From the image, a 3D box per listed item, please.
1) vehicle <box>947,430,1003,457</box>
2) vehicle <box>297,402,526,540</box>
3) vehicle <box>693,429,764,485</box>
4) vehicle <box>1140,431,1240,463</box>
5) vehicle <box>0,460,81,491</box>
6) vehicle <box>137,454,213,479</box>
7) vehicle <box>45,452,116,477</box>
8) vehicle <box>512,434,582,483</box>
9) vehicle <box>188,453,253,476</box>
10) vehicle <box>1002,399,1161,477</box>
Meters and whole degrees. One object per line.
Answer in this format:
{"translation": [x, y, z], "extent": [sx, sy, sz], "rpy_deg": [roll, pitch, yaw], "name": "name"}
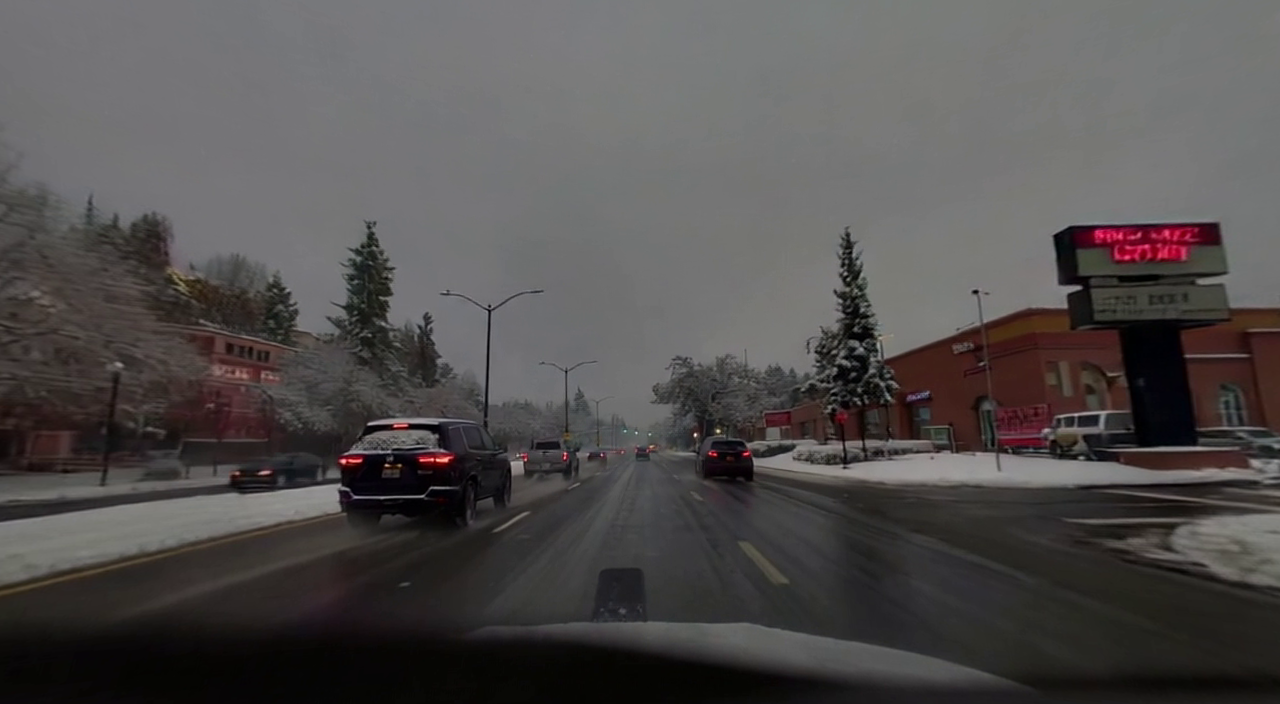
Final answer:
{"translation": [22.992, 6.283, 43.231], "extent": [1.862, 1.688, 3.636], "rpy_deg": [-3, -9, 2], "name": "vehicle"}
{"translation": [-3.664, 2.036, 11.322], "extent": [2.210, 1.925, 4.838], "rpy_deg": [0, -9, 1], "name": "vehicle"}
{"translation": [3.289, 4.011, 24.178], "extent": [2.024, 1.921, 4.431], "rpy_deg": [0, -9, -1], "name": "vehicle"}
{"translation": [30.300, 5.250, 34.759], "extent": [1.830, 1.651, 3.967], "rpy_deg": [0, -9, -1], "name": "vehicle"}
{"translation": [-30.987, 6.242, 31.822], "extent": [3.686, 1.382, 1.629], "rpy_deg": [6, -10, -36], "name": "vehicle"}
{"translation": [-29.789, 7.329, 40.322], "extent": [3.617, 1.442, 1.608], "rpy_deg": [5, -10, -29], "name": "vehicle"}
{"translation": [-42.777, 8.623, 48.031], "extent": [3.747, 1.826, 1.795], "rpy_deg": [0, -9, 3], "name": "vehicle"}
{"translation": [-3.603, 4.207, 25.151], "extent": [2.014, 1.775, 4.404], "rpy_deg": [0, -9, 1], "name": "vehicle"}
{"translation": [-29.260, 7.843, 43.844], "extent": [3.620, 1.459, 1.627], "rpy_deg": [6, -10, -33], "name": "vehicle"}
{"translation": [21.982, 4.388, 31.893], "extent": [2.758, 3.509, 7.034], "rpy_deg": [0, -9, -1], "name": "vehicle"}
